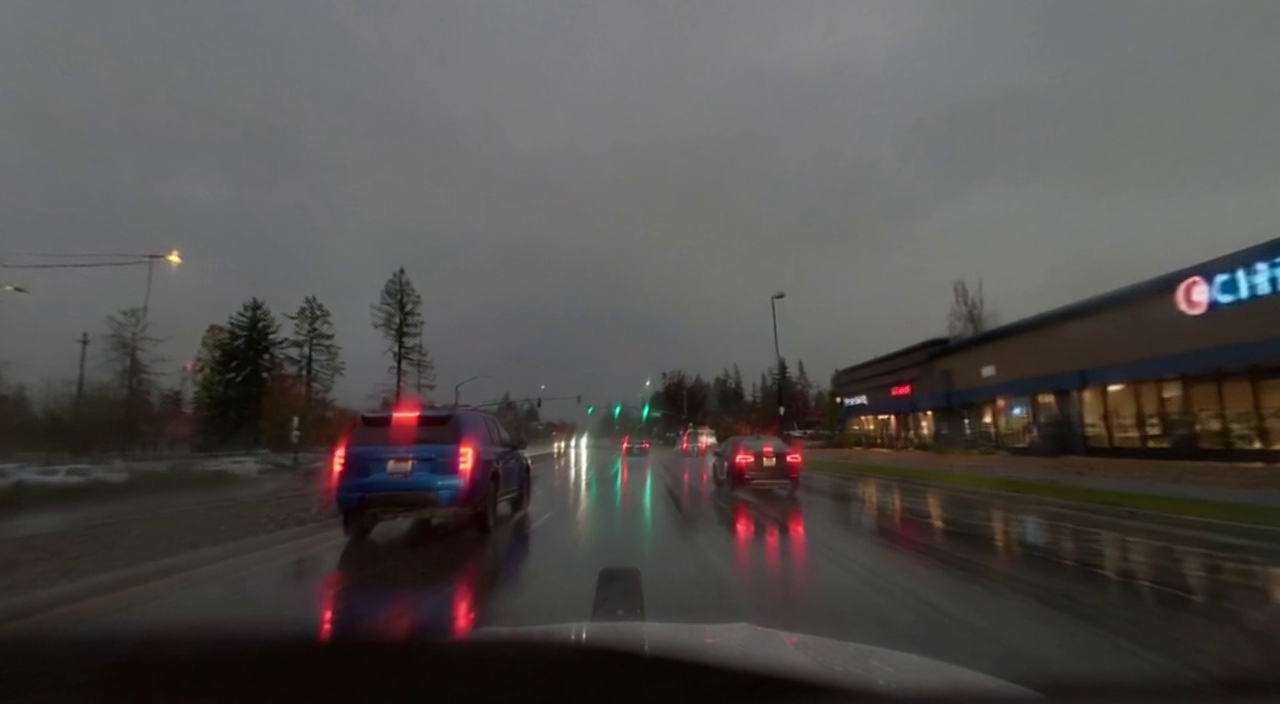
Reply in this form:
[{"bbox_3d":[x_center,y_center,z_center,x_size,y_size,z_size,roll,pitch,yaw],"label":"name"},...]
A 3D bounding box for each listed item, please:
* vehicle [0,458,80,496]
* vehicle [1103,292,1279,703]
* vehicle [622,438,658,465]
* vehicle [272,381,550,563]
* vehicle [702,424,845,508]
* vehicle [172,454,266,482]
[{"bbox_3d":[-28.882,5.732,29.030,4.441,1.625,1.916,-1,-8,3],"label":"vehicle"},{"bbox_3d":[2.823,0.456,0.167,2.018,1.719,4.369,0,-8,0],"label":"vehicle"},{"bbox_3d":[-0.035,5.905,37.671,2.008,1.464,4.052,0,-8,-1],"label":"vehicle"},{"bbox_3d":[-2.956,1.738,9.846,2.368,2.037,5.319,0,-8,0],"label":"vehicle"},{"bbox_3d":[2.819,2.566,14.666,2.174,1.596,4.779,0,-8,-1],"label":"vehicle"},{"bbox_3d":[-28.130,7.754,42.369,4.862,1.478,2.057,-4,-9,-2],"label":"vehicle"}]
